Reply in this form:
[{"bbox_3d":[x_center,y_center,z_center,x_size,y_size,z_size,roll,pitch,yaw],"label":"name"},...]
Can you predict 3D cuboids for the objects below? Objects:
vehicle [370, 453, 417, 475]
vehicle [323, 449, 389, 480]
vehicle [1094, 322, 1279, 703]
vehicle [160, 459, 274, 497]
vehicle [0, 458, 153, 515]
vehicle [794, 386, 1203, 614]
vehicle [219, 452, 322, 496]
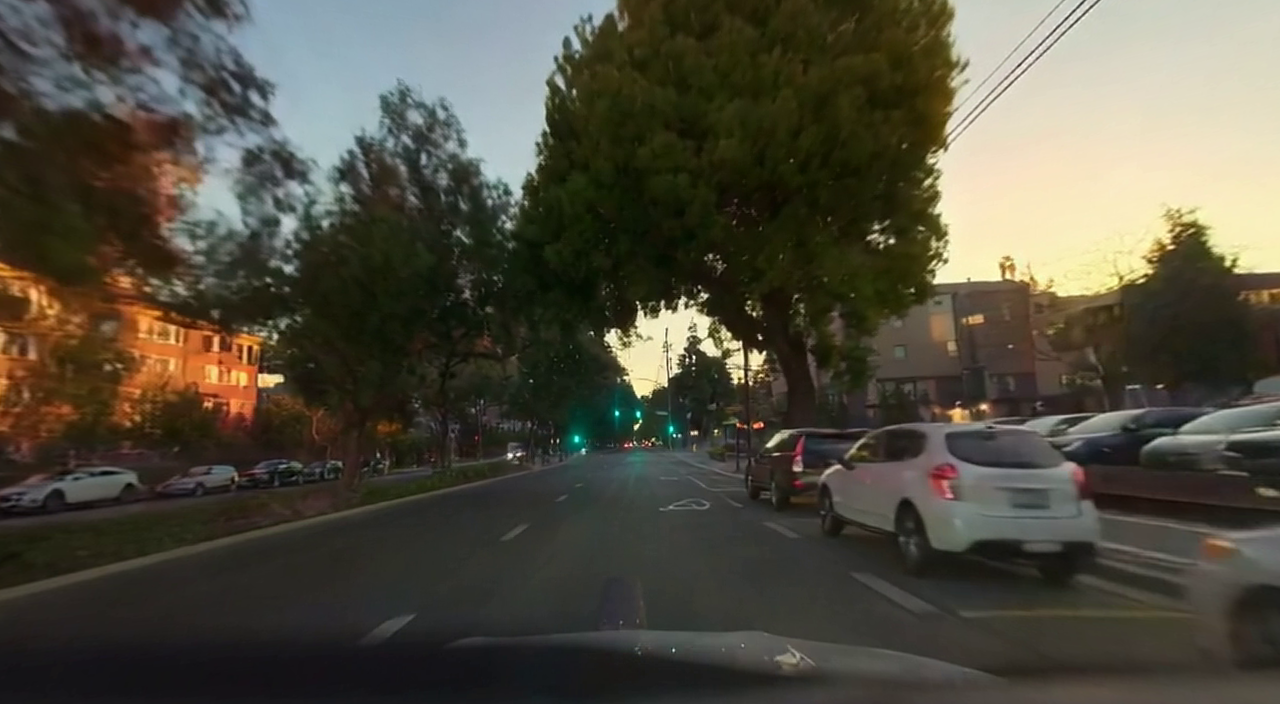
[{"bbox_3d":[-18.446,8.354,47.465,1.800,1.492,4.663,0,-8,-2],"label":"vehicle"},{"bbox_3d":[-18.305,7.219,40.982,2.221,1.821,4.855,0,-8,-3],"label":"vehicle"},{"bbox_3d":[3.530,0.539,1.149,1.874,1.707,4.637,0,-8,-1],"label":"vehicle"},{"bbox_3d":[-18.302,5.441,27.633,1.900,1.427,4.398,0,-8,0],"label":"vehicle"},{"bbox_3d":[-18.113,4.281,20.506,1.760,1.566,3.664,0,-8,-3],"label":"vehicle"},{"bbox_3d":[3.342,1.472,7.217,1.968,1.756,4.490,0,-8,-1],"label":"vehicle"},{"bbox_3d":[-14.538,4.786,25.113,1.812,1.544,3.832,0,-8,-1],"label":"vehicle"}]
